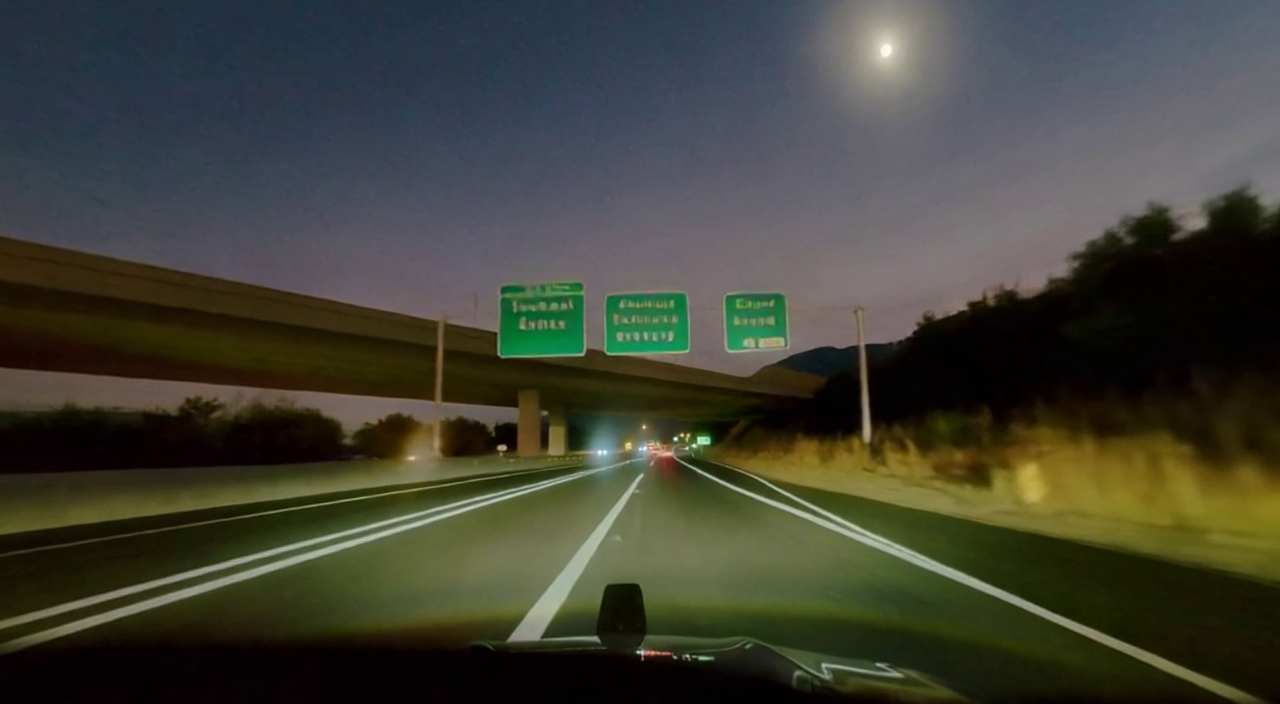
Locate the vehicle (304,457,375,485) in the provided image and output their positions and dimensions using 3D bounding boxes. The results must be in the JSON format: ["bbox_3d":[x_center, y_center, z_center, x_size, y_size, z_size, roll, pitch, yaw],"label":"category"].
[{"bbox_3d":[-17.405,6.924,36.790,1.828,1.451,4.463,0,-9,2],"label":"vehicle"}]
